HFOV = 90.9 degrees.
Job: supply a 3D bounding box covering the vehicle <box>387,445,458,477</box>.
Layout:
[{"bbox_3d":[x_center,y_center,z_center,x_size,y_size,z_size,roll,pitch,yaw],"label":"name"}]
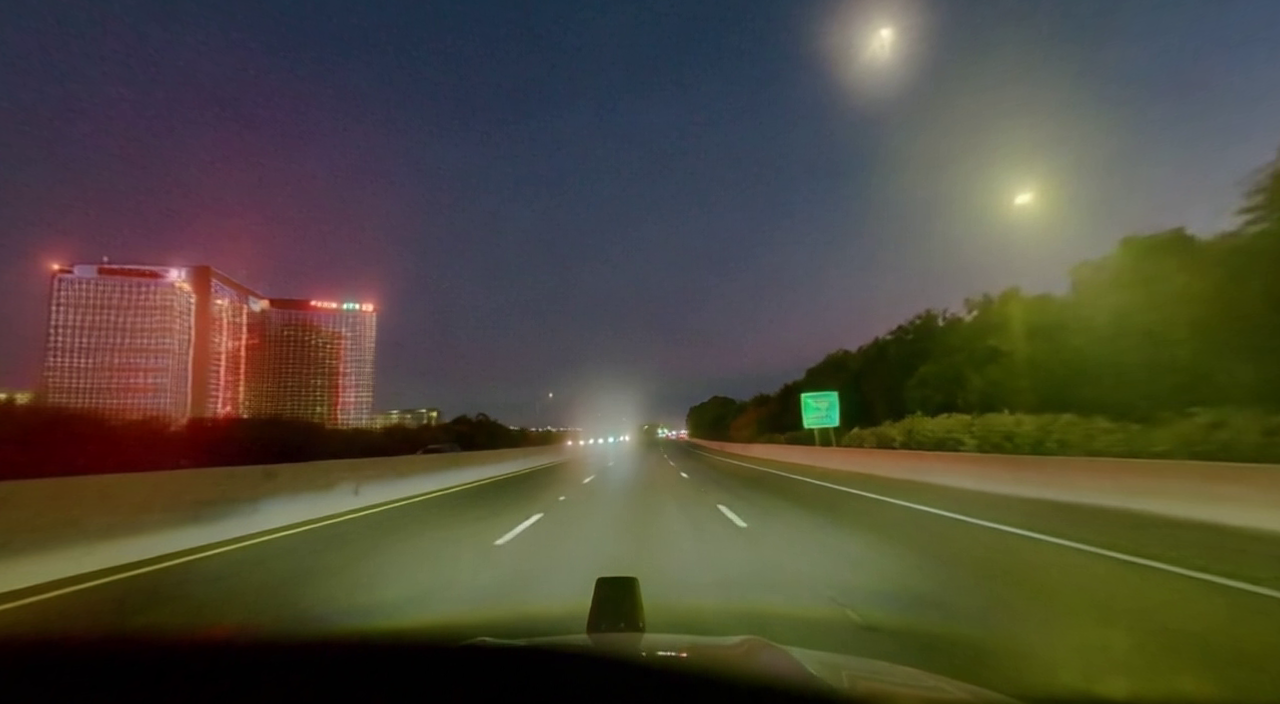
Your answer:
[{"bbox_3d":[-10.876,5.459,31.889,1.894,1.492,4.480,0,-8,1],"label":"vehicle"}]
